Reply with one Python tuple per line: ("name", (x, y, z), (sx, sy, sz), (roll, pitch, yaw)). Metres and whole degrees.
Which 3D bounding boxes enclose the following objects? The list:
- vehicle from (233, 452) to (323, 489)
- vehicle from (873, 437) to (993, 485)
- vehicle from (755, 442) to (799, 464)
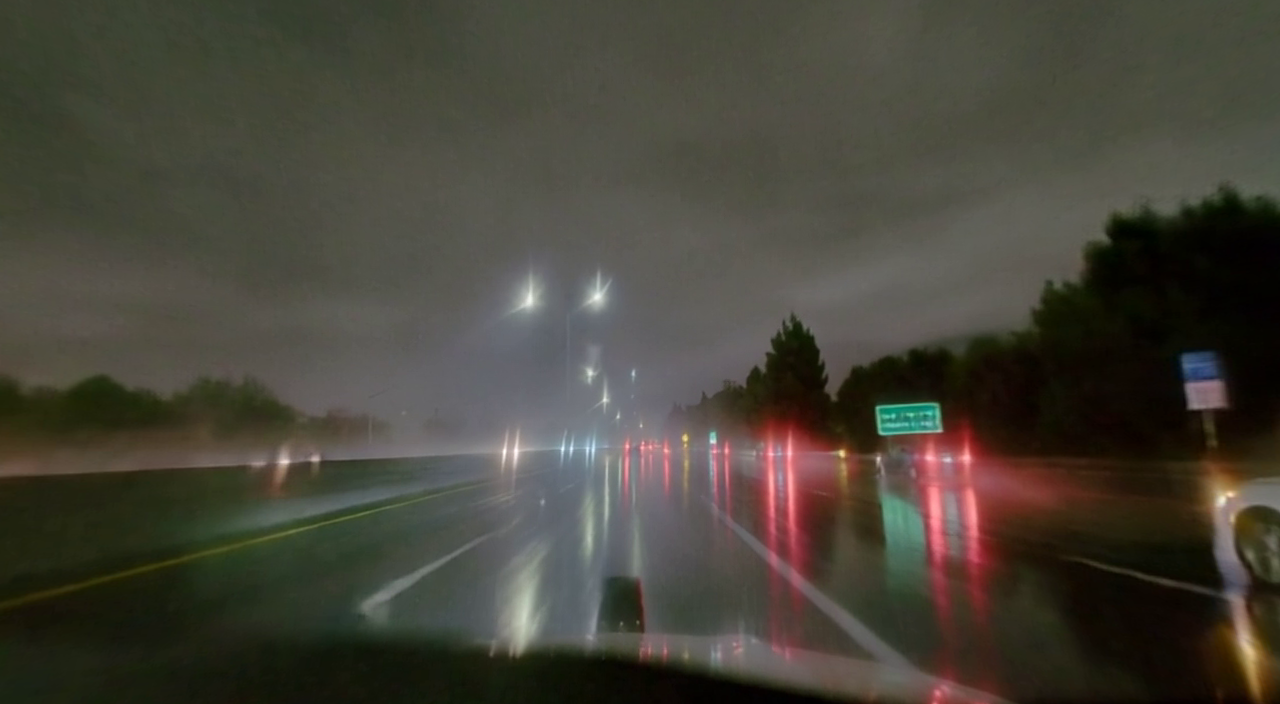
("vehicle", (-14.961, 4.889, 26.324), (1.629, 1.362, 3.473), (0, -8, 0))
("vehicle", (10.531, 3.949, 23.213), (1.962, 1.536, 4.945), (0, -9, -1))
("vehicle", (9.803, 7.266, 45.603), (2.075, 1.496, 4.573), (0, -9, -2))
